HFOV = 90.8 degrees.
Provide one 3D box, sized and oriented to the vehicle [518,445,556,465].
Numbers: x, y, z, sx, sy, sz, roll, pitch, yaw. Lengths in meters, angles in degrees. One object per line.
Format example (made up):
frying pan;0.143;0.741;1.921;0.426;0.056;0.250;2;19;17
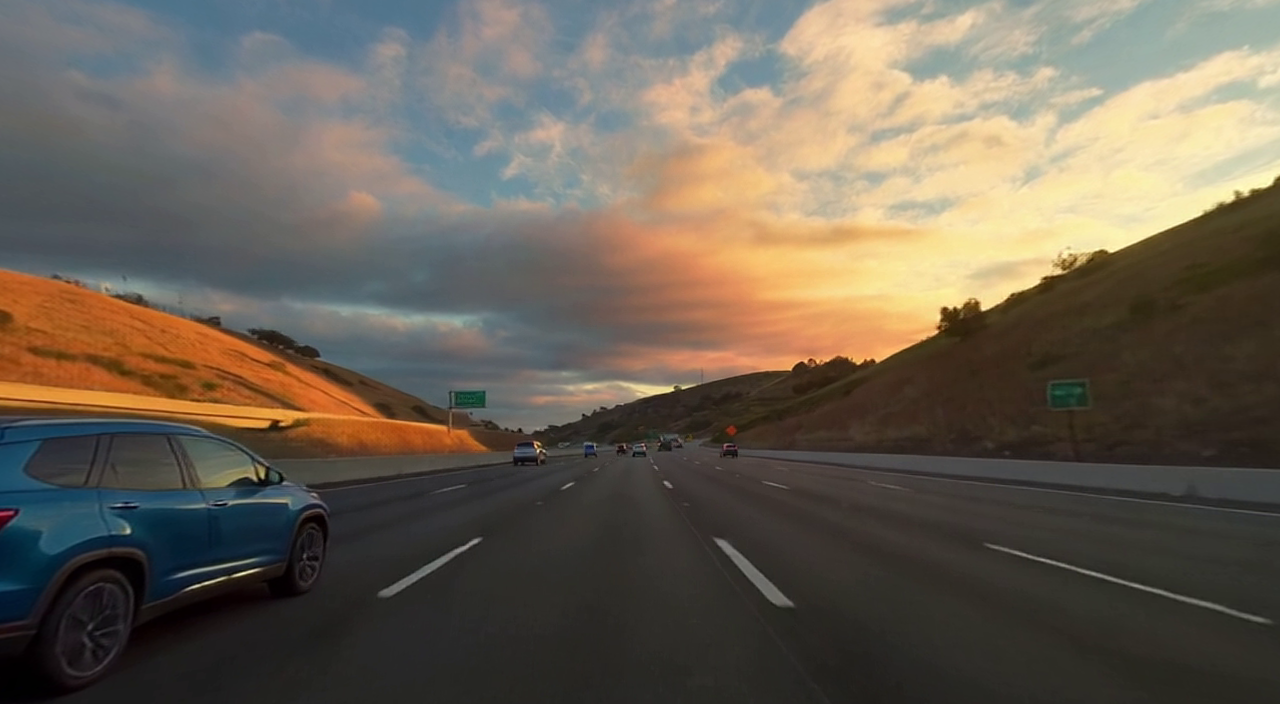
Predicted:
vehicle;-7.737;7.776;47.847;2.054;1.474;4.450;0;-9;1

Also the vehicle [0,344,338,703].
vehicle;-3.653;0.912;3.084;2.047;1.715;4.689;0;-9;-1
